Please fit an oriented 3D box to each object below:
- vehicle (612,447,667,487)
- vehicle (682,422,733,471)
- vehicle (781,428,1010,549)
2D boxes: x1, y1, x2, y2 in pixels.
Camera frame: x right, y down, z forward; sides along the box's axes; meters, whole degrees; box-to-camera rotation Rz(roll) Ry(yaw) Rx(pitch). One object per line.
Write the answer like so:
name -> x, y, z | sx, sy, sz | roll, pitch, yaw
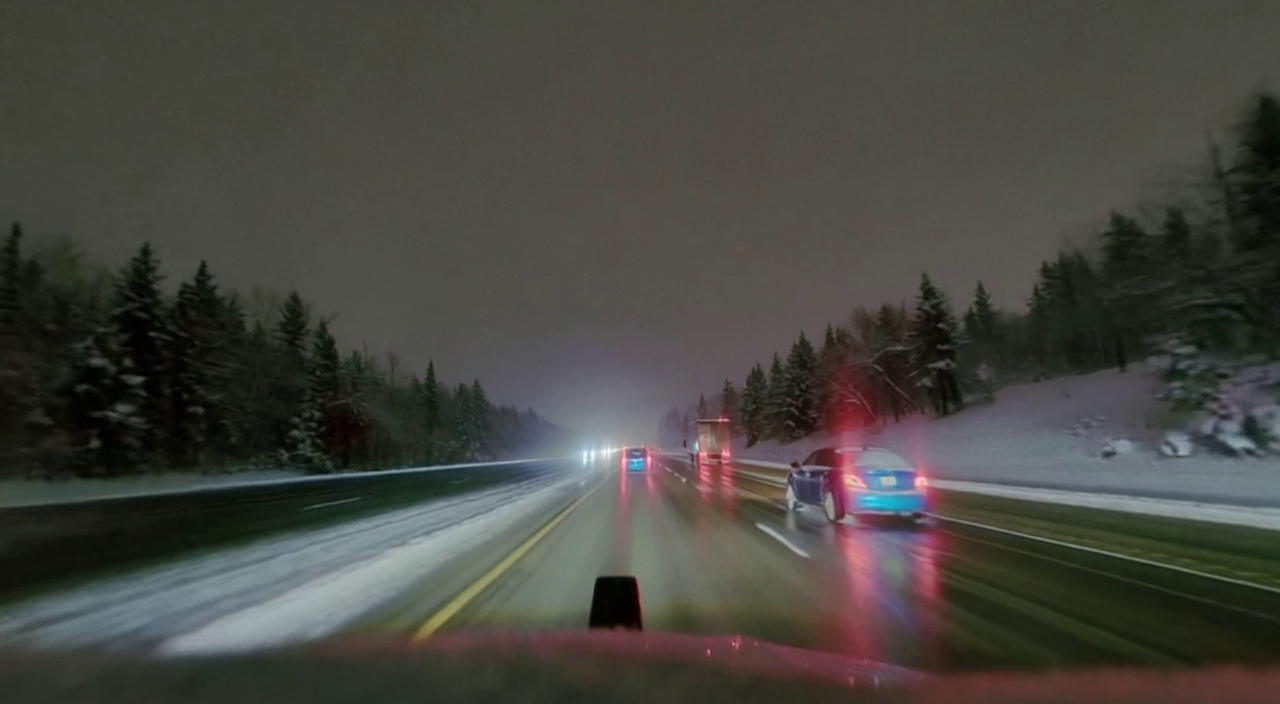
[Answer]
vehicle -> -0.026, 4.655, 25.667 | 2.066, 1.490, 3.759 | -1, -9, 0
vehicle -> 4.682, 6.795, 45.047 | 2.791, 3.201, 7.145 | -1, -9, -1
vehicle -> 3.781, 2.089, 10.231 | 1.953, 1.540, 4.101 | -1, -9, -1
